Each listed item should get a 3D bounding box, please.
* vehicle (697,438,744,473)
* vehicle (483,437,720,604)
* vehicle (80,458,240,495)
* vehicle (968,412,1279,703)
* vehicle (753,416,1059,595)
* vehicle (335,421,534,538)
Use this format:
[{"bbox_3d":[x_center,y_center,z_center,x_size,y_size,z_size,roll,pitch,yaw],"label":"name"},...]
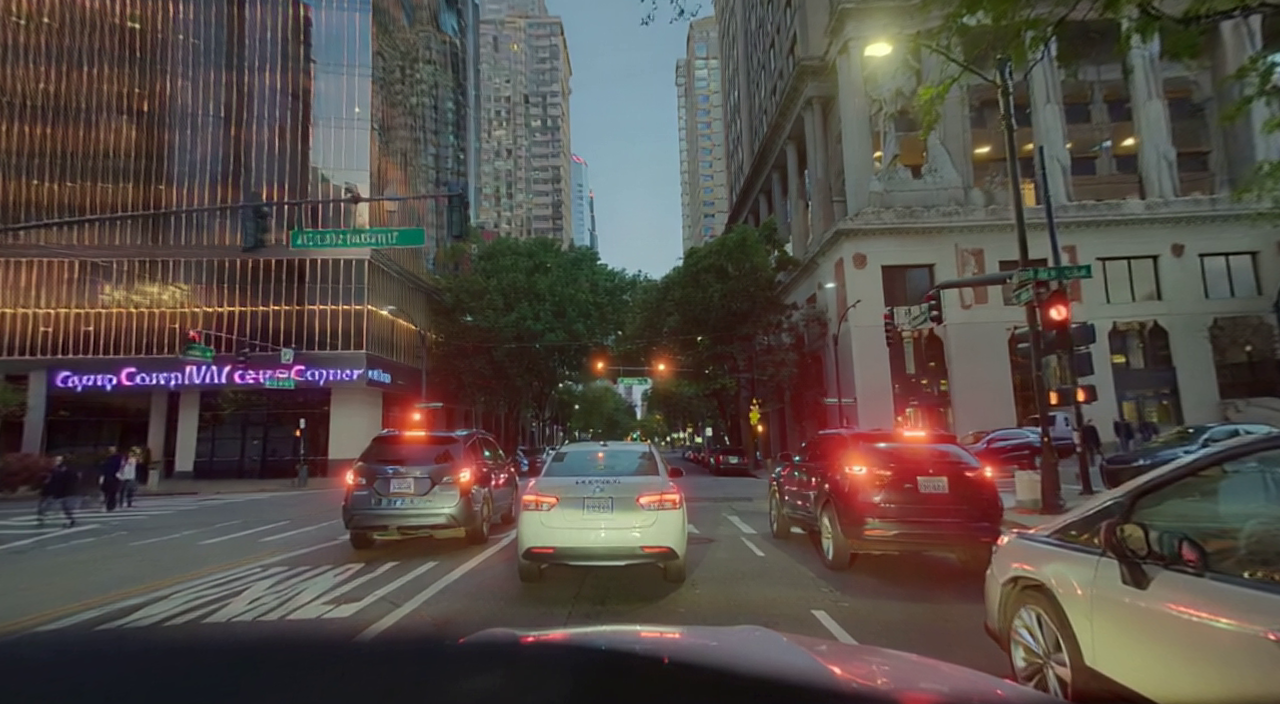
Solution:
[{"bbox_3d":[5.648,7.335,45.061,2.420,2.300,5.313,0,-8,-3],"label":"vehicle"},{"bbox_3d":[-0.368,1.801,7.718,2.092,1.454,4.132,0,-8,-1],"label":"vehicle"},{"bbox_3d":[-20.185,5.243,26.724,5.153,1.449,1.966,0,-8,1],"label":"vehicle"},{"bbox_3d":[2.745,0.807,1.119,1.902,1.454,4.540,0,-8,0],"label":"vehicle"},{"bbox_3d":[3.030,1.853,8.628,2.072,1.735,4.759,0,-8,0],"label":"vehicle"},{"bbox_3d":[-3.695,2.411,12.693,2.190,1.840,5.272,0,-8,0],"label":"vehicle"}]
